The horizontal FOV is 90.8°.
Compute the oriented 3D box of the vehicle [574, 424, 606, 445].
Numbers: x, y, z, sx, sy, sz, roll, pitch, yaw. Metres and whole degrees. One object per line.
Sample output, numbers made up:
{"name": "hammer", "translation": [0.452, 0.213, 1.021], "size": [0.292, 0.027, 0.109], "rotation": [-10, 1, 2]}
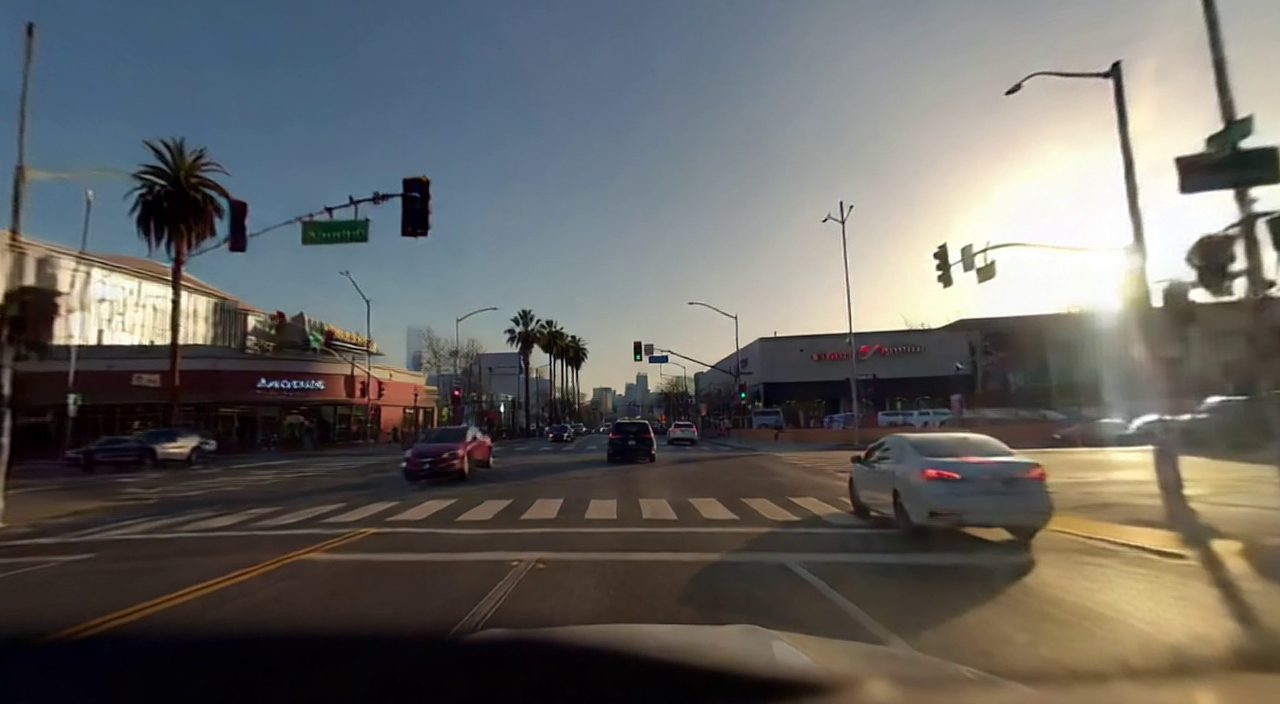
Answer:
{"name": "vehicle", "translation": [-3.616, 6.075, 46.347], "size": [1.921, 1.491, 4.332], "rotation": [0, -8, 1]}

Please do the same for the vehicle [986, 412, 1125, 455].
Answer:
{"name": "vehicle", "translation": [17.020, 3.369, 26.076], "size": [4.304, 1.685, 1.947], "rotation": [0, -8, 1]}

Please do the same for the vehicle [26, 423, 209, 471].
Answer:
{"name": "vehicle", "translation": [-20.876, 3.834, 25.394], "size": [5.674, 1.804, 2.190], "rotation": [-1, -8, 6]}

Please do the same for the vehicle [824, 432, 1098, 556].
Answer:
{"name": "vehicle", "translation": [4.511, 2.034, 9.915], "size": [1.963, 1.449, 4.653], "rotation": [0, -8, 2]}

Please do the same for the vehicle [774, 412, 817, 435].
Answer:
{"name": "vehicle", "translation": [11.433, 5.326, 46.779], "size": [1.899, 1.550, 4.531], "rotation": [-1, -8, -1]}

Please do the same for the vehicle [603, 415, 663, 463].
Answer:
{"name": "vehicle", "translation": [-0.312, 3.631, 26.318], "size": [2.264, 1.798, 4.531], "rotation": [0, -8, -1]}

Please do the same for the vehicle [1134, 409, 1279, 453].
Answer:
{"name": "vehicle", "translation": [23.730, 3.318, 26.339], "size": [4.466, 1.740, 2.021], "rotation": [0, -8, 0]}

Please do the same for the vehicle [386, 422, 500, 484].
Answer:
{"name": "vehicle", "translation": [-5.874, 3.076, 19.475], "size": [2.040, 1.670, 4.508], "rotation": [0, -8, 0]}
